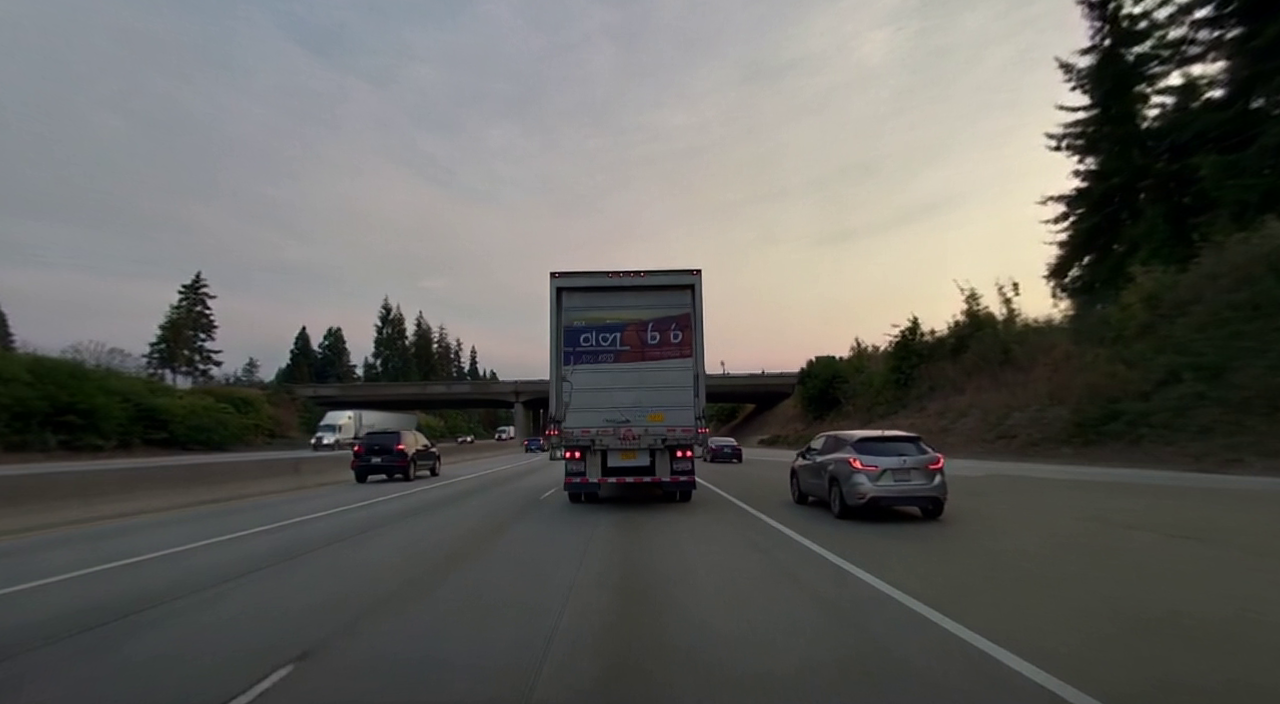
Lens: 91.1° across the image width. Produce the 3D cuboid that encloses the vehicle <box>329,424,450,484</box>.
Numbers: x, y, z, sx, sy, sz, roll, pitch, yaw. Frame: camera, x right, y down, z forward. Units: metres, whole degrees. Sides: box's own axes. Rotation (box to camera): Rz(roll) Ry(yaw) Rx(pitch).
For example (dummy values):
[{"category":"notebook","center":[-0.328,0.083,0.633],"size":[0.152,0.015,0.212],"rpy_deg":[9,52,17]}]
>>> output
[{"category":"vehicle","center":[-7.856,3.239,20.302],"size":[2.057,1.698,4.550],"rpy_deg":[0,-8,0]}]

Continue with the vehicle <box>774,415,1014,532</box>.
[{"category":"vehicle","center":[3.867,1.915,10.657],"size":[2.003,1.519,4.580],"rpy_deg":[0,-8,-2]}]

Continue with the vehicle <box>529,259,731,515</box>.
[{"category":"vehicle","center":[-0.259,1.127,14.213],"size":[2.911,3.787,9.905],"rpy_deg":[0,-8,-1]}]

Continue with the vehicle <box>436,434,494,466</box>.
[{"category":"vehicle","center":[-8.630,4.823,31.295],"size":[1.845,1.488,3.656],"rpy_deg":[0,-8,-1]}]

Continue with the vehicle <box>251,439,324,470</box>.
[{"category":"vehicle","center":[-20.013,5.818,35.927],"size":[1.824,1.606,4.098],"rpy_deg":[0,-8,-1]}]
